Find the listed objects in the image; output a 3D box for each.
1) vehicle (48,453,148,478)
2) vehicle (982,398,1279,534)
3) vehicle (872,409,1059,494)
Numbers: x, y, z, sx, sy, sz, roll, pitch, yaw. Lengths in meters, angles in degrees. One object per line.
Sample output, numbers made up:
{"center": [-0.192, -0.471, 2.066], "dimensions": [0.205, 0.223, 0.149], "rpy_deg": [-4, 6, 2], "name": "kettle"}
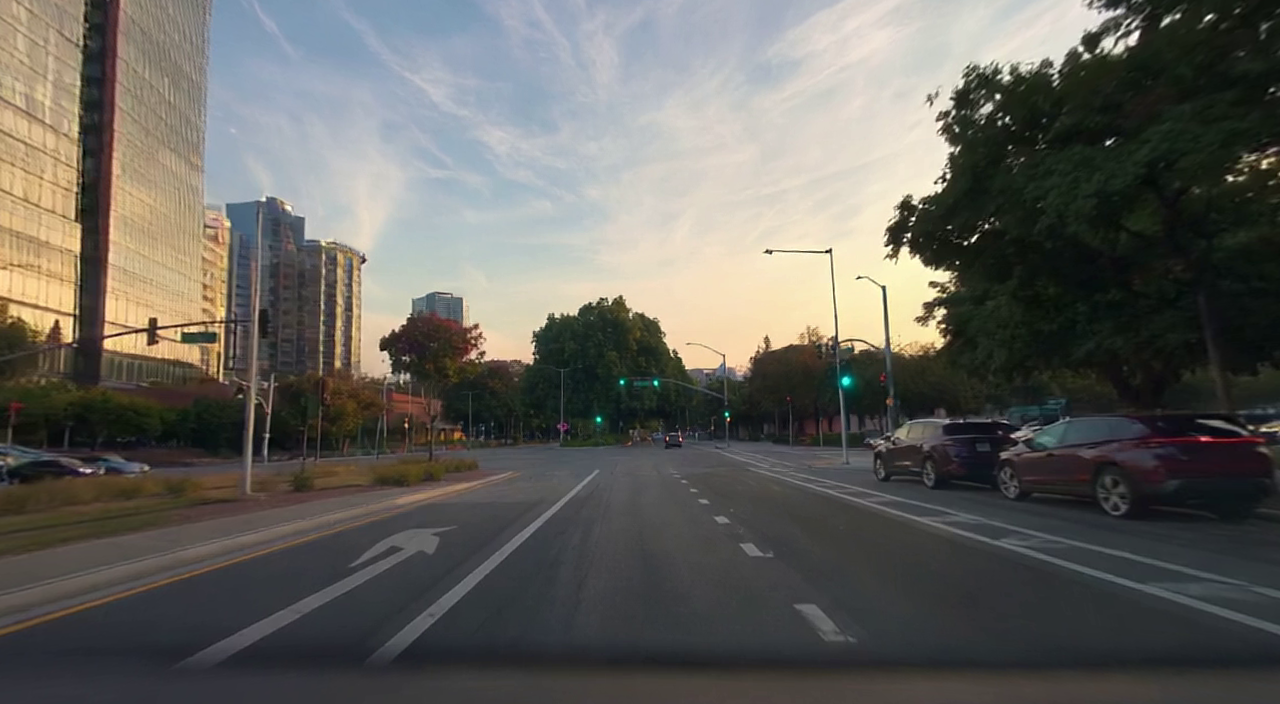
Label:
{"center": [-35.399, 7.410, 41.321], "dimensions": [4.721, 1.464, 1.868], "rpy_deg": [0, -8, -1], "name": "vehicle"}
{"center": [7.988, 1.792, 10.429], "dimensions": [2.111, 1.710, 4.725], "rpy_deg": [-1, -8, 1], "name": "vehicle"}
{"center": [8.059, 2.546, 16.367], "dimensions": [2.100, 1.828, 4.879], "rpy_deg": [0, -8, -2], "name": "vehicle"}
